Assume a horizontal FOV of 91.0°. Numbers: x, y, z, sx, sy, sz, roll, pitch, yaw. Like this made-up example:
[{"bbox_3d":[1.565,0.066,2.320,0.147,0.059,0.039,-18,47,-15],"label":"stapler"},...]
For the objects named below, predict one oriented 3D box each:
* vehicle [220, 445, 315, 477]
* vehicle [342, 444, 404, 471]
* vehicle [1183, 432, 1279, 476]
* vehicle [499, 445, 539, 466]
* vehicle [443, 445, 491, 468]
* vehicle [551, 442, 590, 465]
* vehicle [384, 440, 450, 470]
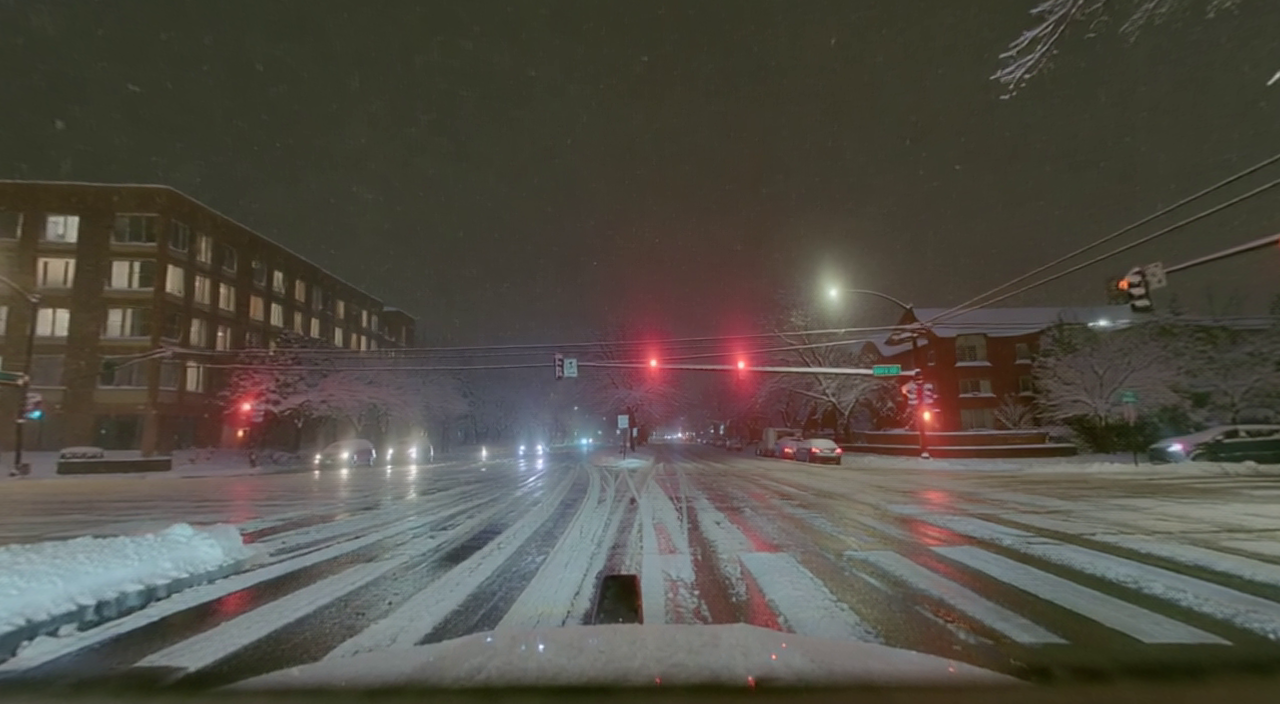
[{"bbox_3d":[-22.785,6.660,38.777,2.032,1.839,4.884,-2,-9,14],"label":"vehicle"},{"bbox_3d":[-18.577,7.343,44.002,2.237,1.801,4.541,0,-9,1],"label":"vehicle"},{"bbox_3d":[22.306,3.587,22.243,4.474,1.477,1.908,0,-9,-3],"label":"vehicle"},{"bbox_3d":[-8.113,7.001,42.606,1.910,1.321,3.692,0,-9,1],"label":"vehicle"},{"bbox_3d":[-11.649,7.077,42.694,1.911,1.476,4.297,-1,-9,2],"label":"vehicle"},{"bbox_3d":[-4.545,6.710,41.676,1.954,1.431,4.050,0,-9,2],"label":"vehicle"},{"bbox_3d":[-15.159,7.031,43.160,2.340,1.946,5.450,0,-9,2],"label":"vehicle"}]
